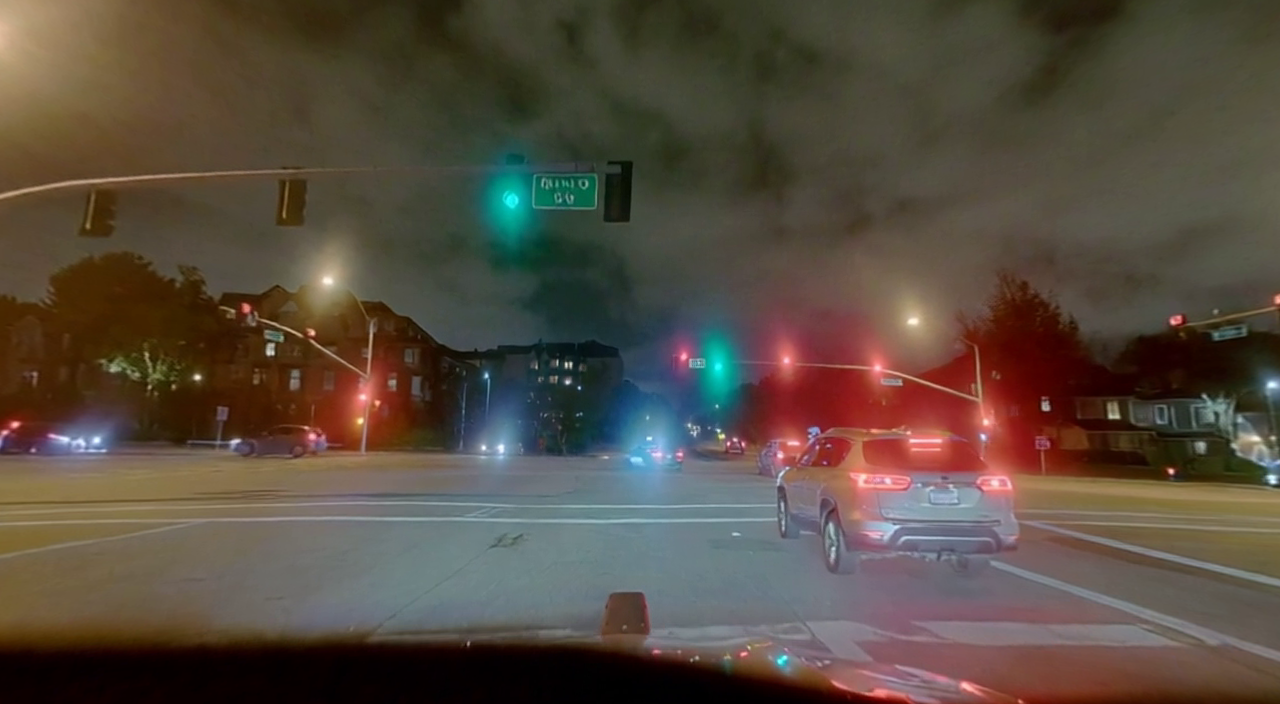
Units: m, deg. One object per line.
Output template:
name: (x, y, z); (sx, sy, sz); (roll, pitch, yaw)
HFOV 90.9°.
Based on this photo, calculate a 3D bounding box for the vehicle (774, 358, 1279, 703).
vehicle: (2.724, 1.235, 5.292); (2.115, 1.737, 4.642); (0, -8, -1)

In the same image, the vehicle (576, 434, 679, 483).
vehicle: (-0.549, 3.657, 21.925); (2.009, 1.480, 4.423); (4, -9, -24)

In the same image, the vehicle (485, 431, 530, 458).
vehicle: (-9.981, 7.057, 47.963); (2.190, 1.978, 4.575); (0, -8, 3)

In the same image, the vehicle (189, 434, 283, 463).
vehicle: (-22.287, 5.373, 34.882); (3.979, 1.457, 1.795); (0, -10, 6)

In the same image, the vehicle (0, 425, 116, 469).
vehicle: (-26.641, 4.245, 28.255); (4.365, 1.629, 2.004); (4, -8, 1)

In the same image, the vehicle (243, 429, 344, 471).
vehicle: (-15.336, 4.321, 27.872); (4.020, 1.705, 2.099); (-5, -10, 32)
